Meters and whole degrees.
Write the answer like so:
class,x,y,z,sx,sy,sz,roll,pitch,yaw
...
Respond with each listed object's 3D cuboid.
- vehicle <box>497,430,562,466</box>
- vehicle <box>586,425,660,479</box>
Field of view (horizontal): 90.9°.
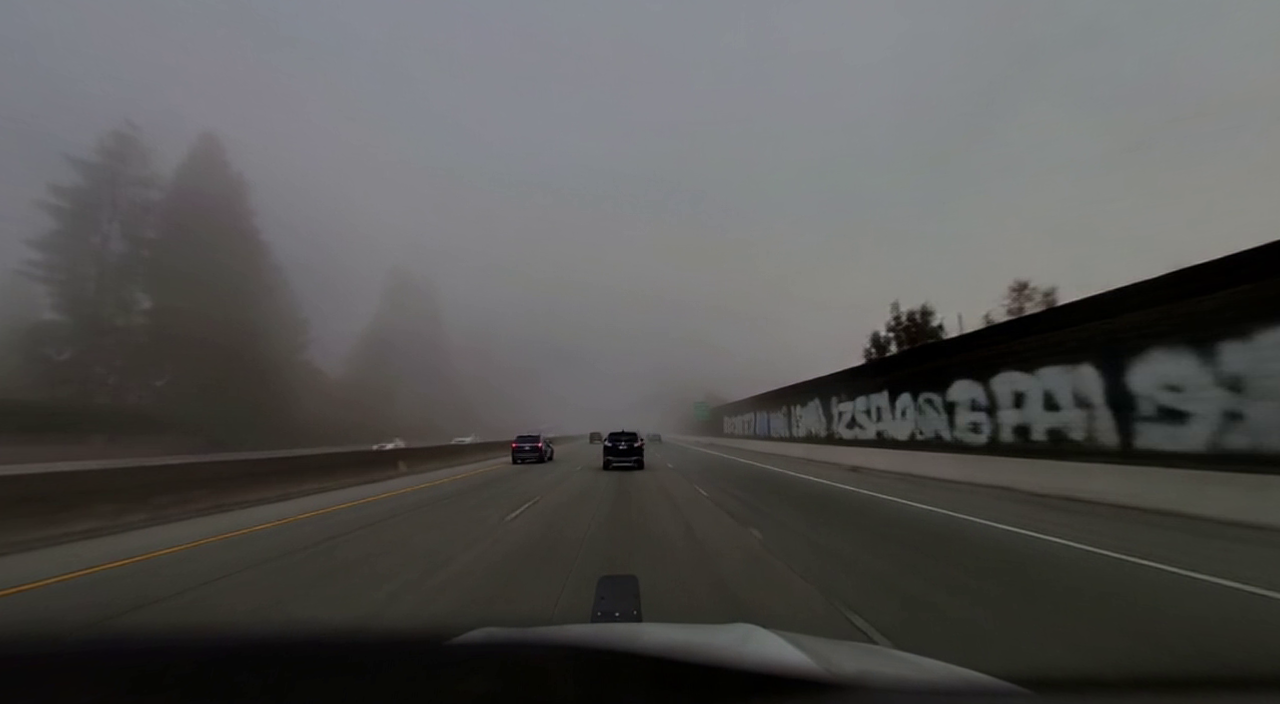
class,x,y,z,sx,sy,sz,roll,pitch,yaw
vehicle,-4.677,4.122,27.285,2.022,1.440,4.491,0,-8,0
vehicle,-0.504,3.035,19.357,2.044,1.477,3.693,0,-8,-1
